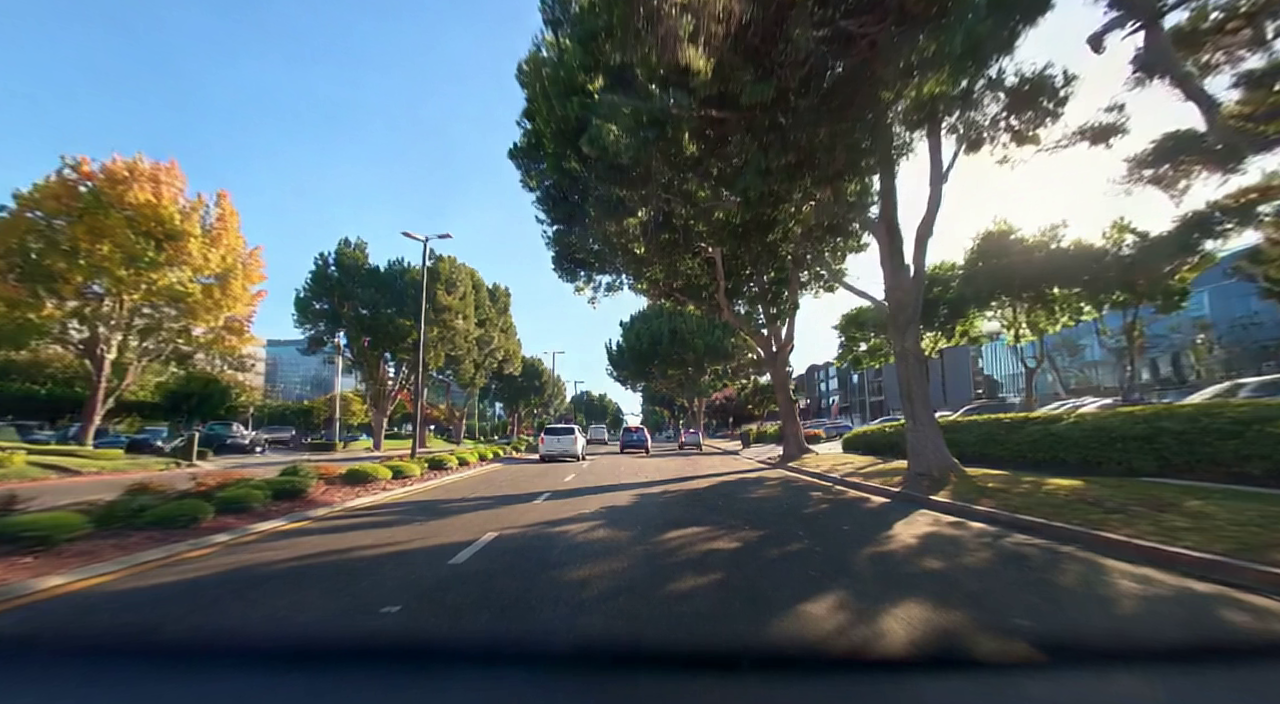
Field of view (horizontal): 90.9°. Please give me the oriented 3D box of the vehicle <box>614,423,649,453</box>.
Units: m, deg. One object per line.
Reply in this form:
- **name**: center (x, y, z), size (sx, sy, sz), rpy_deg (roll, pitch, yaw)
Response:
- **vehicle**: center (-0.494, 5.240, 38.144), size (2.022, 1.700, 4.084), rpy_deg (0, -8, -1)

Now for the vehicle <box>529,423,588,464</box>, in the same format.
- **vehicle**: center (-3.563, 4.138, 28.483), size (2.047, 1.710, 4.314), rpy_deg (0, -8, 0)

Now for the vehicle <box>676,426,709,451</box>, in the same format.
- **vehicle**: center (3.516, 5.902, 42.835), size (1.847, 1.554, 4.052), rpy_deg (0, -8, -2)
